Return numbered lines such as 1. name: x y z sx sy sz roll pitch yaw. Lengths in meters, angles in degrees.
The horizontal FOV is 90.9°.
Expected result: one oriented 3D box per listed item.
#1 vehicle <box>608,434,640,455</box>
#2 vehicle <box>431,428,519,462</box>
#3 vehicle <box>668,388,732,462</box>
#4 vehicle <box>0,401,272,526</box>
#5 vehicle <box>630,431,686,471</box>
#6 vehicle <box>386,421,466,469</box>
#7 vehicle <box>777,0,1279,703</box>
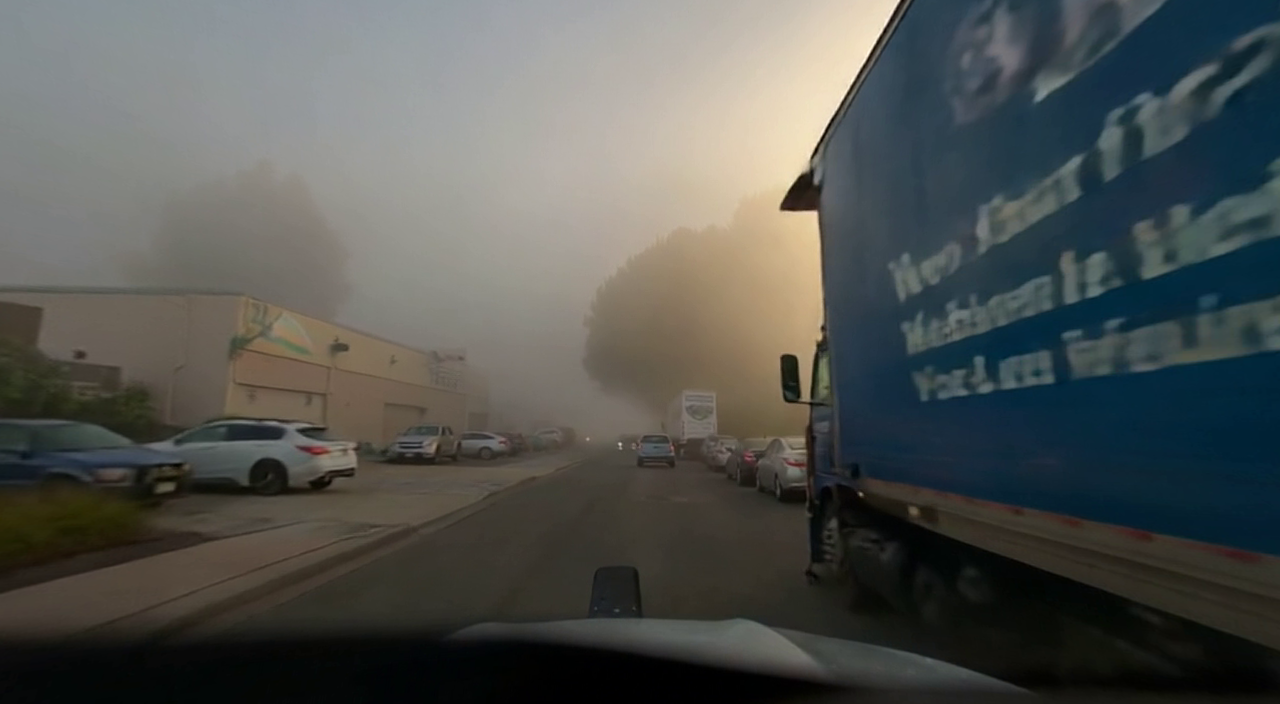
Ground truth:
1. vehicle: -1.188 7.044 48.052 1.989 1.481 4.008 -1 -8 5
2. vehicle: -7.576 4.282 29.166 3.569 1.520 1.797 0 -8 -2
3. vehicle: 3.652 5.019 42.352 2.865 4.113 14.471 0 -8 0
4. vehicle: -7.967 1.501 8.723 4.555 1.517 1.858 0 -8 0
5. vehicle: 0.700 4.055 26.045 2.160 1.498 3.909 0 -8 0
6. vehicle: -8.445 3.698 25.243 1.996 1.719 4.382 2 -8 -5
7. vehicle: 2.997 -0.291 1.330 3.019 3.659 10.648 0 -8 0
